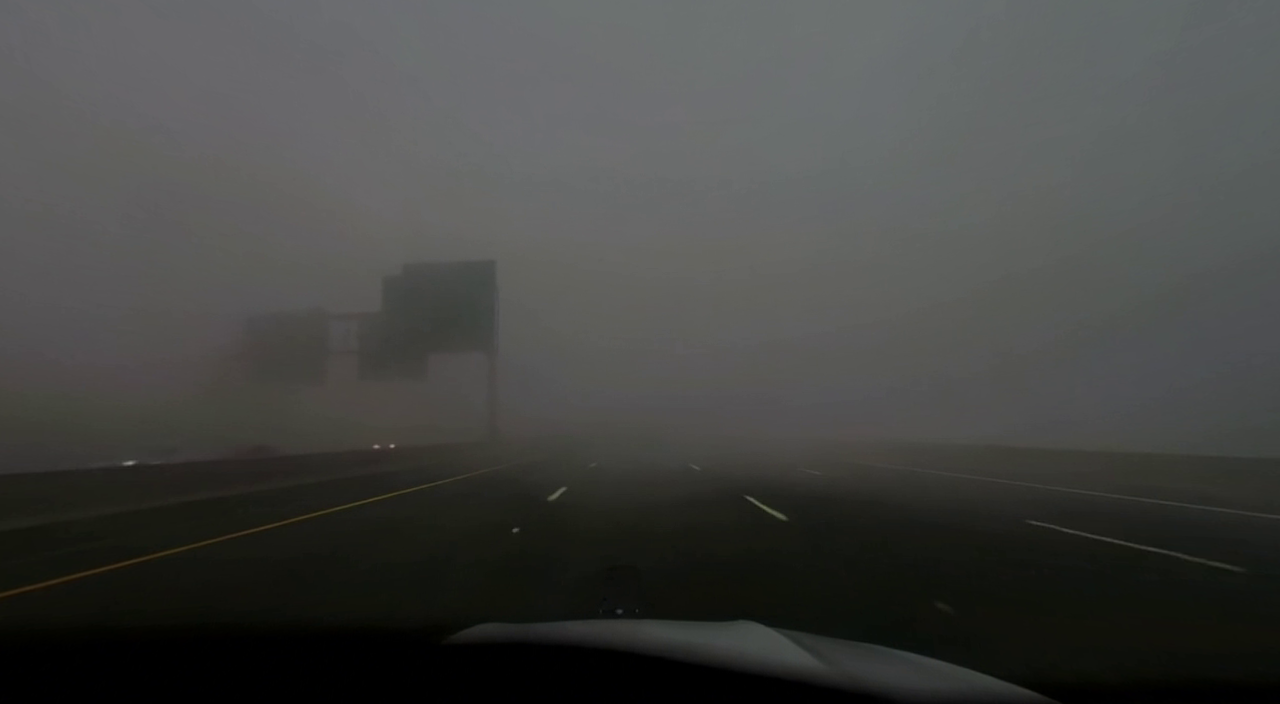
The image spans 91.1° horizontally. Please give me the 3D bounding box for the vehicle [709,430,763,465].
[{"bbox_3d":[4.348,4.379,28.970,1.802,1.492,3.804,0,-8,-1],"label":"vehicle"}]
